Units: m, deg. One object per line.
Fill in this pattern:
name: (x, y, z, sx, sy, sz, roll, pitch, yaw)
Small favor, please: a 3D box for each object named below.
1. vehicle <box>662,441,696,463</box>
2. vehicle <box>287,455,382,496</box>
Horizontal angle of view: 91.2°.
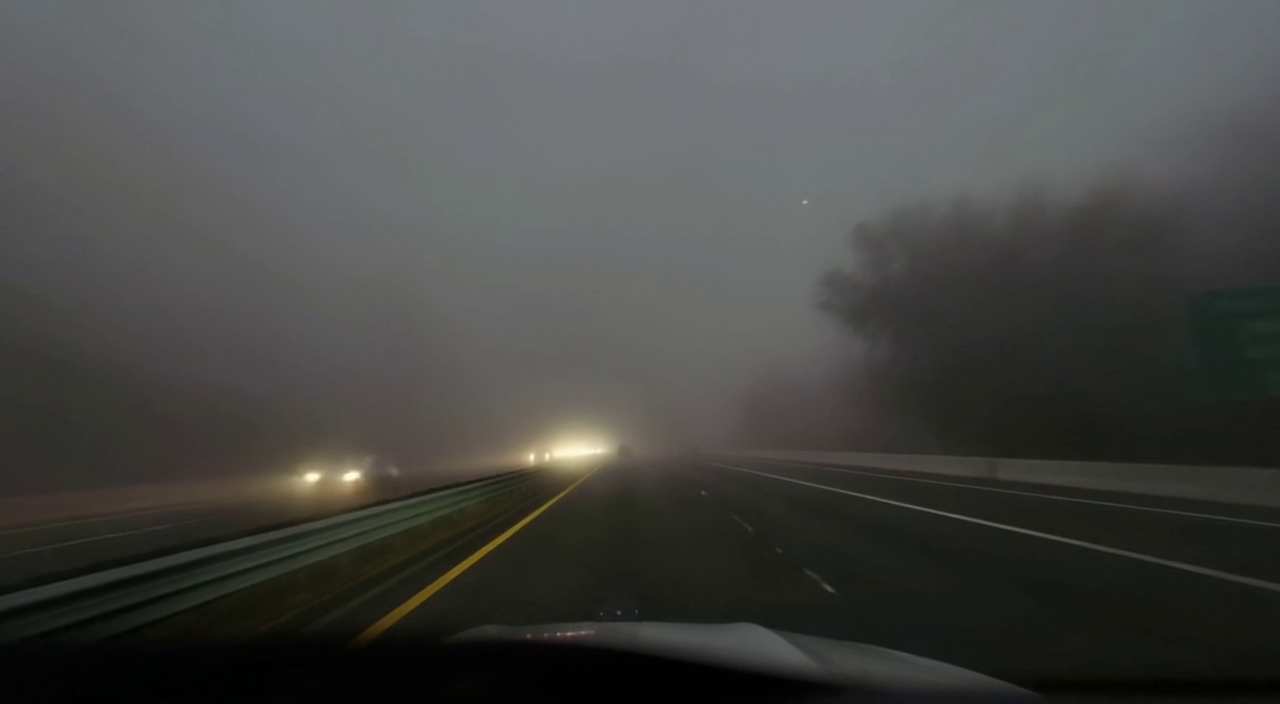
vehicle: (3.103, 7.826, 49.021, 1.972, 1.614, 4.025, -2, -8, 13)
vehicle: (-13.343, 5.382, 27.693, 1.919, 1.555, 4.368, -1, -9, 1)
